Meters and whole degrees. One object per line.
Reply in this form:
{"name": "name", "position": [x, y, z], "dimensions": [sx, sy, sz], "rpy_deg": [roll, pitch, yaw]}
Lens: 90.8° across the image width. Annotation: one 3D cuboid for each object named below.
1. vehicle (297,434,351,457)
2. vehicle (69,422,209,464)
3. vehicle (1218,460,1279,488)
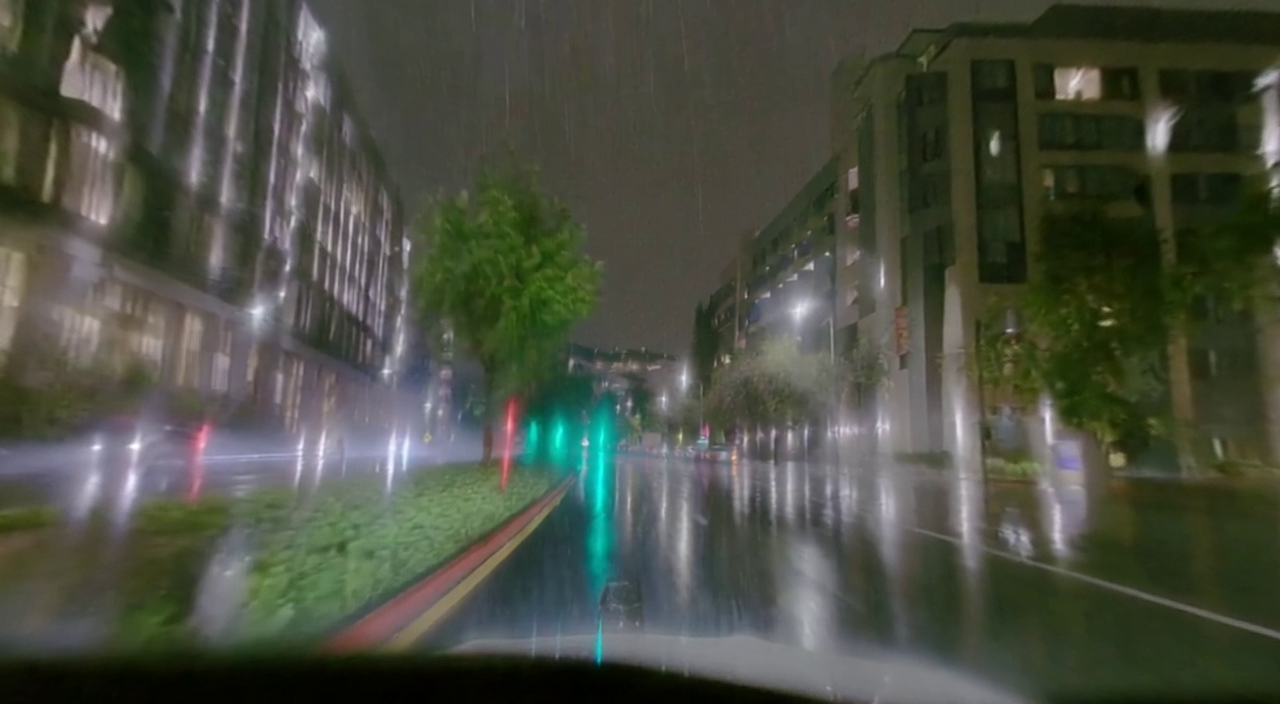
{"name": "vehicle", "position": [-20.762, 6.165, 41.693], "dimensions": [1.822, 1.453, 4.053], "rpy_deg": [1, -9, -6]}
{"name": "vehicle", "position": [-19.219, 3.544, 24.564], "dimensions": [1.828, 1.445, 4.613], "rpy_deg": [1, -9, -3]}
{"name": "vehicle", "position": [35.707, 6.932, 36.066], "dimensions": [4.154, 1.500, 1.953], "rpy_deg": [3, -9, -15]}
